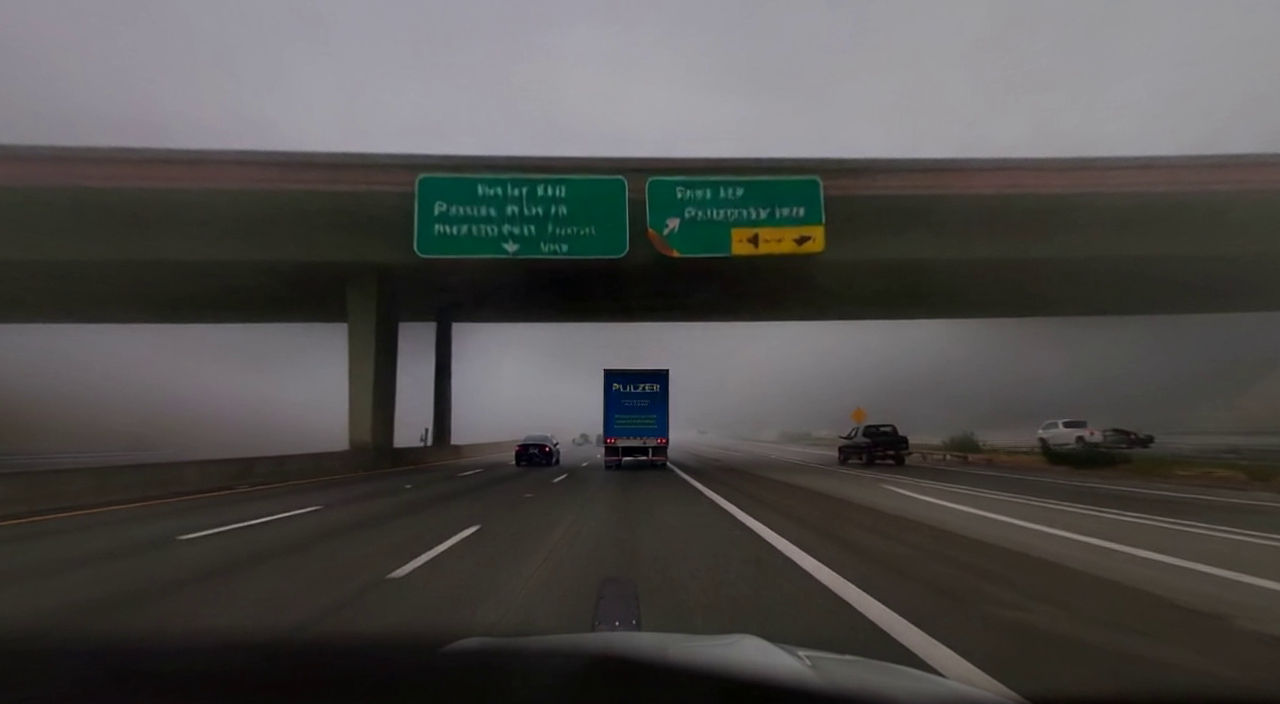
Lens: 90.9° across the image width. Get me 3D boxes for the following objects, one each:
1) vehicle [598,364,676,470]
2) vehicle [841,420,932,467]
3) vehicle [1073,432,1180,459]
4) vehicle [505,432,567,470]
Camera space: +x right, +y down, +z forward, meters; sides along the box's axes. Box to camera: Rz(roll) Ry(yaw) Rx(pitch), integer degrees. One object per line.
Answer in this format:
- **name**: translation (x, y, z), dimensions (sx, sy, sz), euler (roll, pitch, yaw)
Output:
- **vehicle**: translation (-0.319, 3.243, 29.696), dimensions (2.926, 3.959, 11.818), euler (0, -8, -2)
- **vehicle**: translation (10.534, 3.936, 27.324), dimensions (2.052, 1.841, 4.481), euler (0, -8, -1)
- **vehicle**: translation (28.534, 5.457, 37.054), dimensions (1.973, 1.466, 4.591), euler (7, -11, -42)
- **vehicle**: translation (-4.272, 4.137, 26.509), dimensions (1.943, 1.446, 4.158), euler (0, -8, 0)
